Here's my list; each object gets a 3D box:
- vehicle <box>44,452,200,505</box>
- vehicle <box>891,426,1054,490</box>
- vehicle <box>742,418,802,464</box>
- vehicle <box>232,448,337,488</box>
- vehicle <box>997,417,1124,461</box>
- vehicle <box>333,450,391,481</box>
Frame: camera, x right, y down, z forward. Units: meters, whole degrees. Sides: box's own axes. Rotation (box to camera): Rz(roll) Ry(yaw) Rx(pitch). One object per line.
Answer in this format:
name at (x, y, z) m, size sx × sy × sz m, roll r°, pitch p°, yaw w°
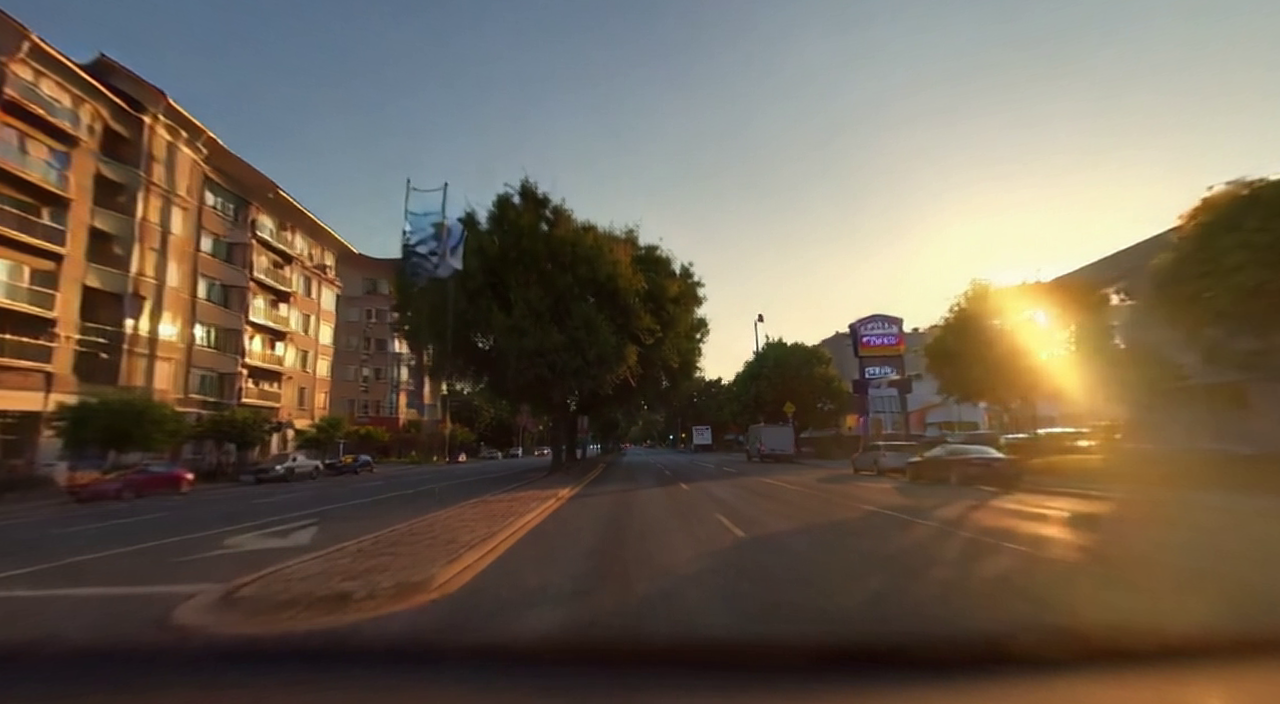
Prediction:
vehicle at (-19.119, 4.633, 23.659) m, size 2.167 × 1.700 × 4.406 m, roll 0°, pitch -8°, yaw -2°
vehicle at (10.048, 3.247, 19.704) m, size 2.183 × 1.698 × 5.010 m, roll 1°, pitch -8°, yaw -2°
vehicle at (9.756, 6.707, 47.514) m, size 2.917 × 3.205 × 6.985 m, roll 0°, pitch -8°, yaw -1°
vehicle at (-19.189, 6.239, 34.503) m, size 2.247 × 1.820 × 5.907 m, roll -4°, pitch -8°, yaw 2°
vehicle at (19.244, 4.050, 29.304) m, size 2.067 × 1.804 × 5.183 m, roll 0°, pitch -8°, yaw -3°
vehicle at (-19.376, 7.882, 44.284) m, size 2.042 × 1.773 × 4.914 m, roll -4°, pitch -8°, yaw -2°
